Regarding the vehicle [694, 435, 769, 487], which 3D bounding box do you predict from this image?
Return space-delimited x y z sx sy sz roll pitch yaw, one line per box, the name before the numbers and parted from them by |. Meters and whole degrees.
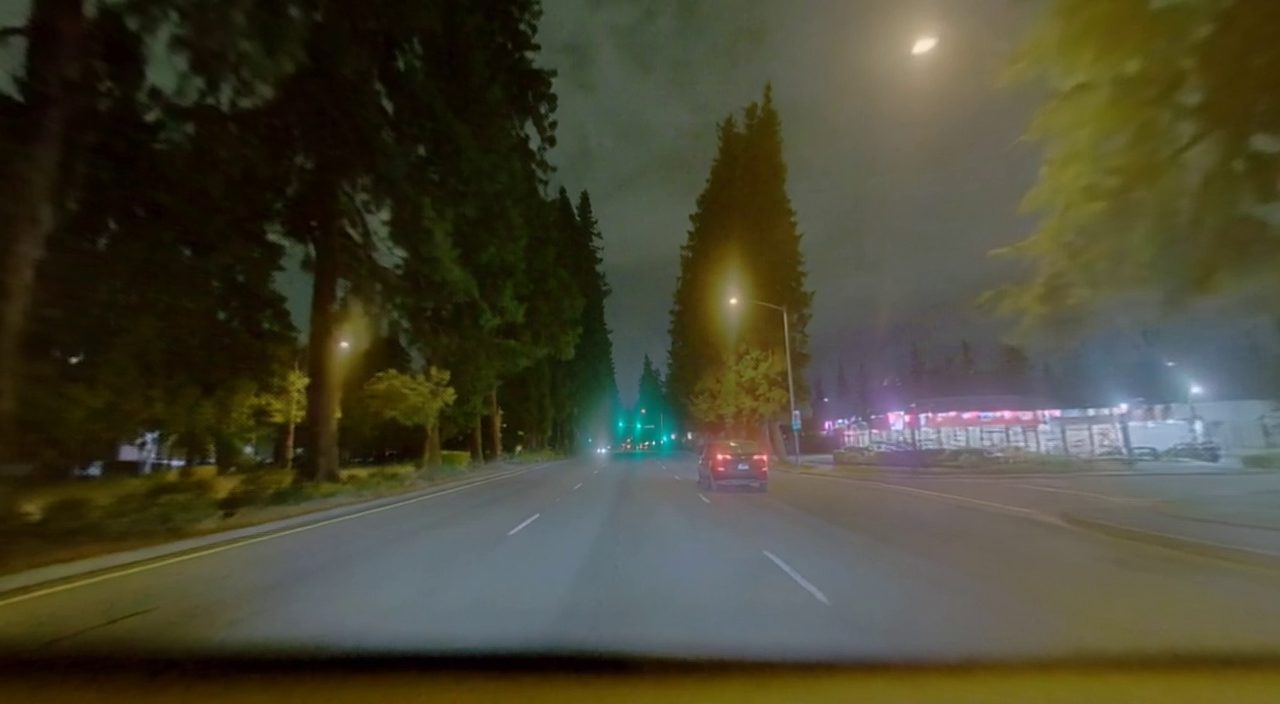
vehicle | 3.292 4.029 23.615 2.083 1.743 4.354 0 -8 -1
